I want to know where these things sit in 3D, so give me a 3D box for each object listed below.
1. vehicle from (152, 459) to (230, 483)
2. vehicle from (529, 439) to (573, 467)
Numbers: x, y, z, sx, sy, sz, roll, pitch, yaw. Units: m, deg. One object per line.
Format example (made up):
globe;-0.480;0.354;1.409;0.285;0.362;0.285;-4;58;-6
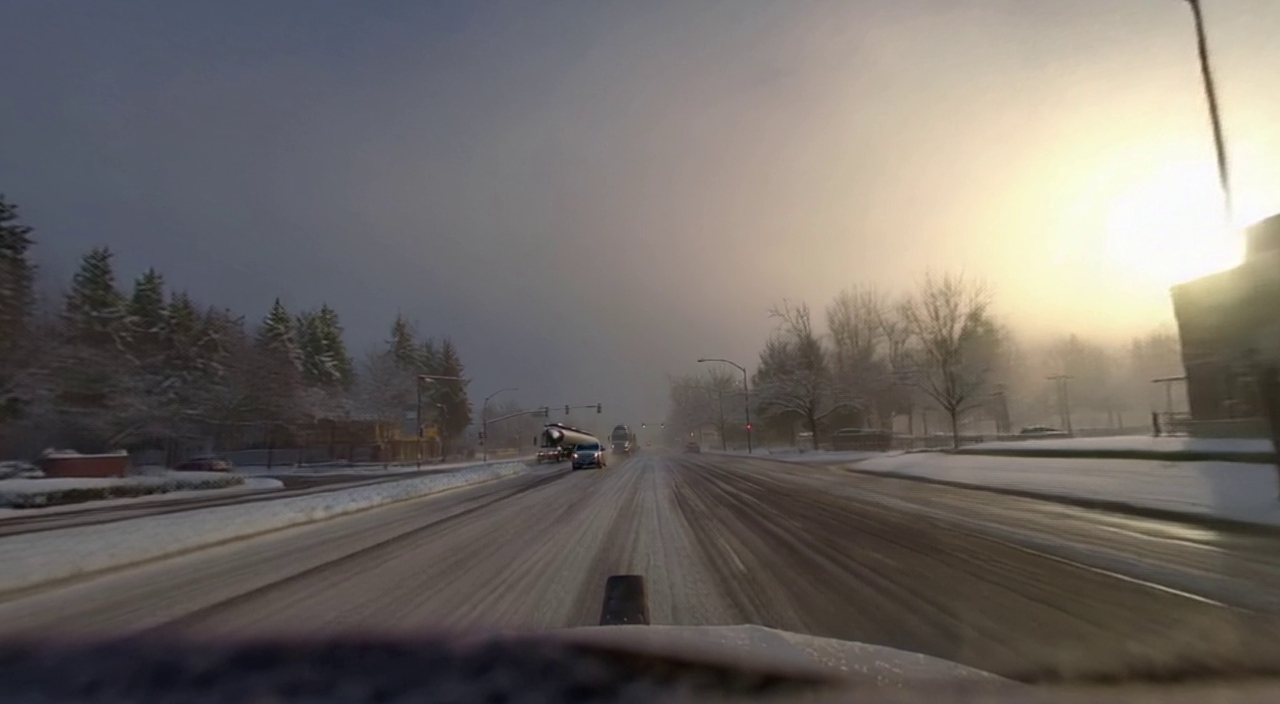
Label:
vehicle;-35.562;9.412;49.967;4.485;1.772;2.149;0;-9;1
vehicle;-5.816;6.677;41.899;2.179;1.750;4.621;0;-8;1
